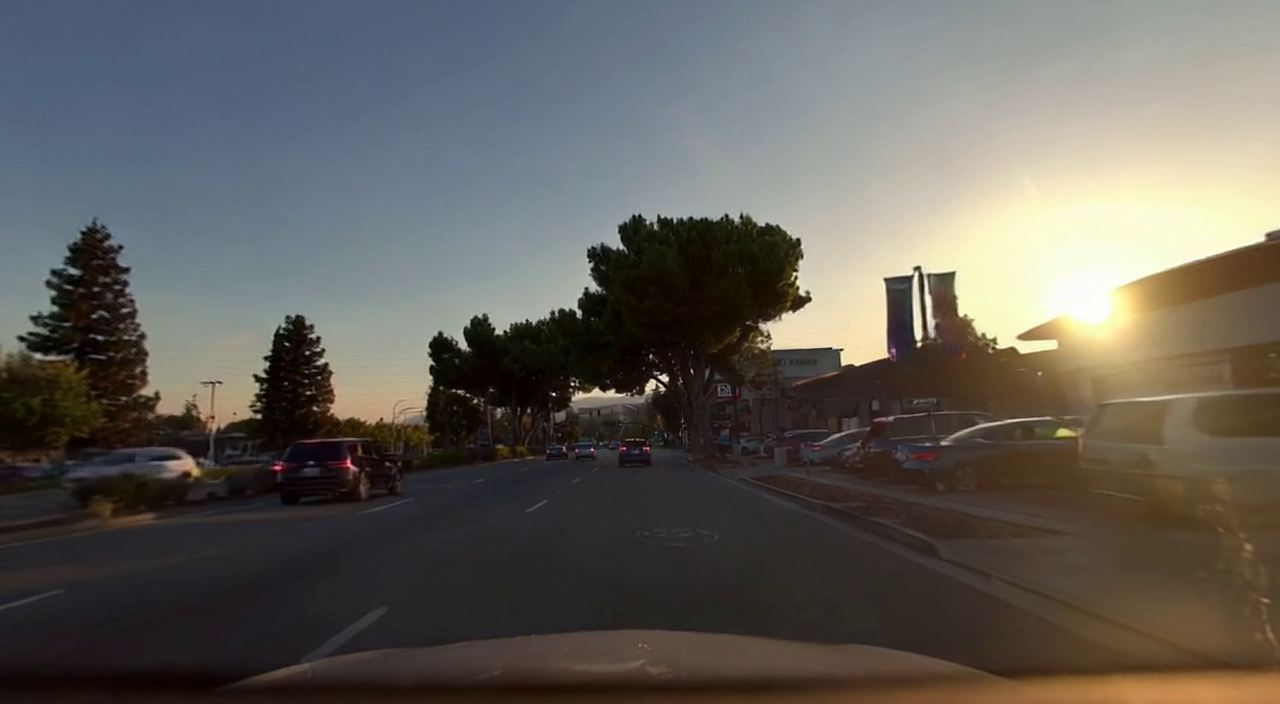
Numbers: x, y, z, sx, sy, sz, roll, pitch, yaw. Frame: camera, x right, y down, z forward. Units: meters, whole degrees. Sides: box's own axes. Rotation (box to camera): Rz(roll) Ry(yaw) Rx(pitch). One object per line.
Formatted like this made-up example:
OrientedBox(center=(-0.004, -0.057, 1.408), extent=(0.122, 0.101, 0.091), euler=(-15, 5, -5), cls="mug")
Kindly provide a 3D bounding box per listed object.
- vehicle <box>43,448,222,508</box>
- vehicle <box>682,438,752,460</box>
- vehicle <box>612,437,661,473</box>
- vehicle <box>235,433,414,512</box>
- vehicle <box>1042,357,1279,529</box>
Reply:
OrientedBox(center=(-16.375, 4.036, 20.808), extent=(2.127, 1.716, 4.548), euler=(0, -9, -1), cls="vehicle")
OrientedBox(center=(5.485, 6.922, 45.186), extent=(4.619, 1.523, 1.873), euler=(2, -9, -14), cls="vehicle")
OrientedBox(center=(-0.196, 4.565, 28.152), extent=(2.061, 1.469, 3.954), euler=(0, -9, -1), cls="vehicle")
OrientedBox(center=(-7.508, 2.887, 15.717), extent=(2.038, 1.649, 4.665), euler=(0, -9, 0), cls="vehicle")
OrientedBox(center=(9.276, 1.197, 8.604), extent=(5.976, 1.994, 2.295), euler=(0, -8, 0), cls="vehicle")
